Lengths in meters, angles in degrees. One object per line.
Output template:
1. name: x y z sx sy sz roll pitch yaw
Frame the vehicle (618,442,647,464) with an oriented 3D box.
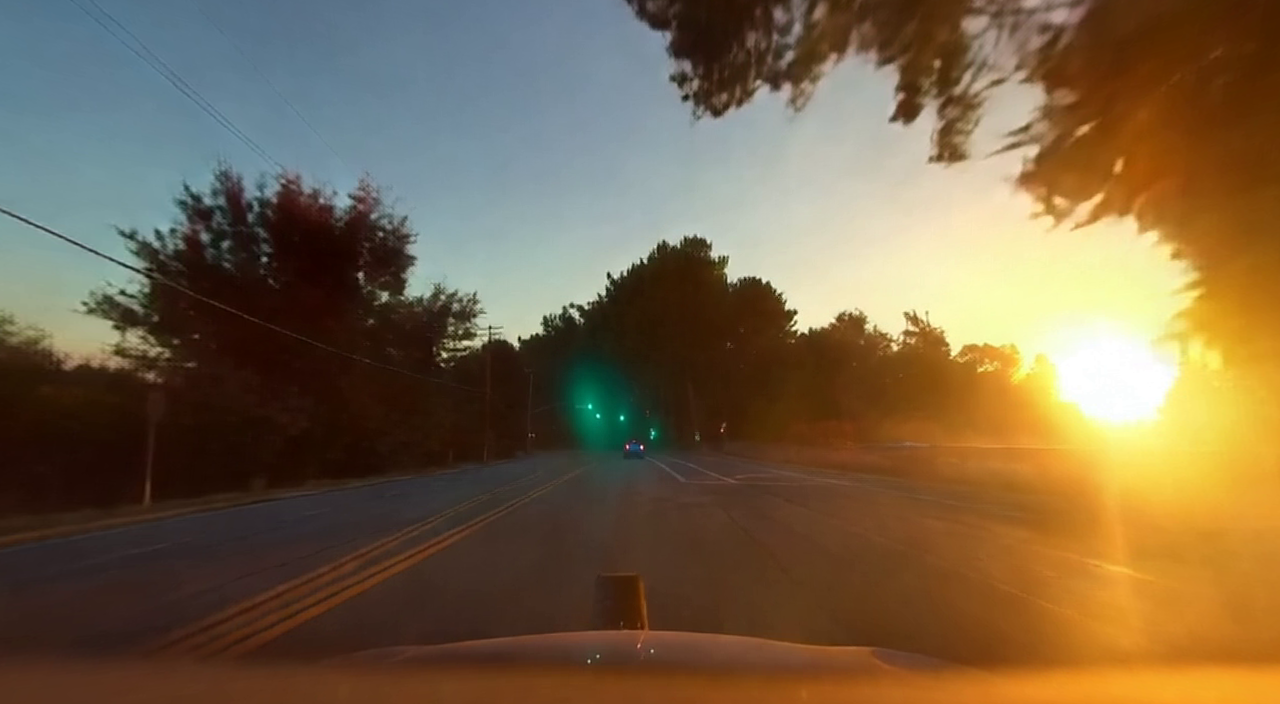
1. vehicle: -0.567 7.397 46.297 2.042 1.489 3.963 0 -9 -1
